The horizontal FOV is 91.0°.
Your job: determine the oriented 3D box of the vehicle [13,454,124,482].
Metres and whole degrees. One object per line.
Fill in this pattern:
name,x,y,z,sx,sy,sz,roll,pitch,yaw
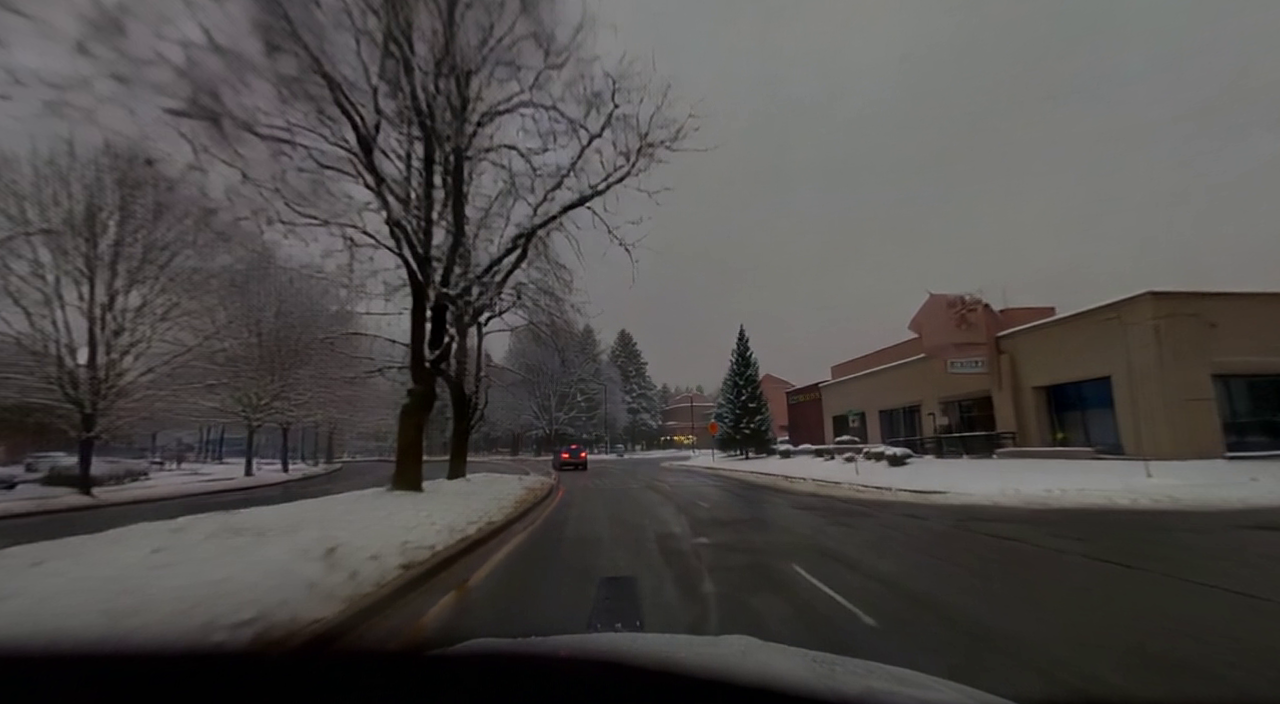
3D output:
vehicle,-36.771,7.457,40.668,4.807,1.665,2.045,2,-9,-10

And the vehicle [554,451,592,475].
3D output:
vehicle,-4.646,7.558,43.225,2.018,1.512,4.304,2,-9,-14
